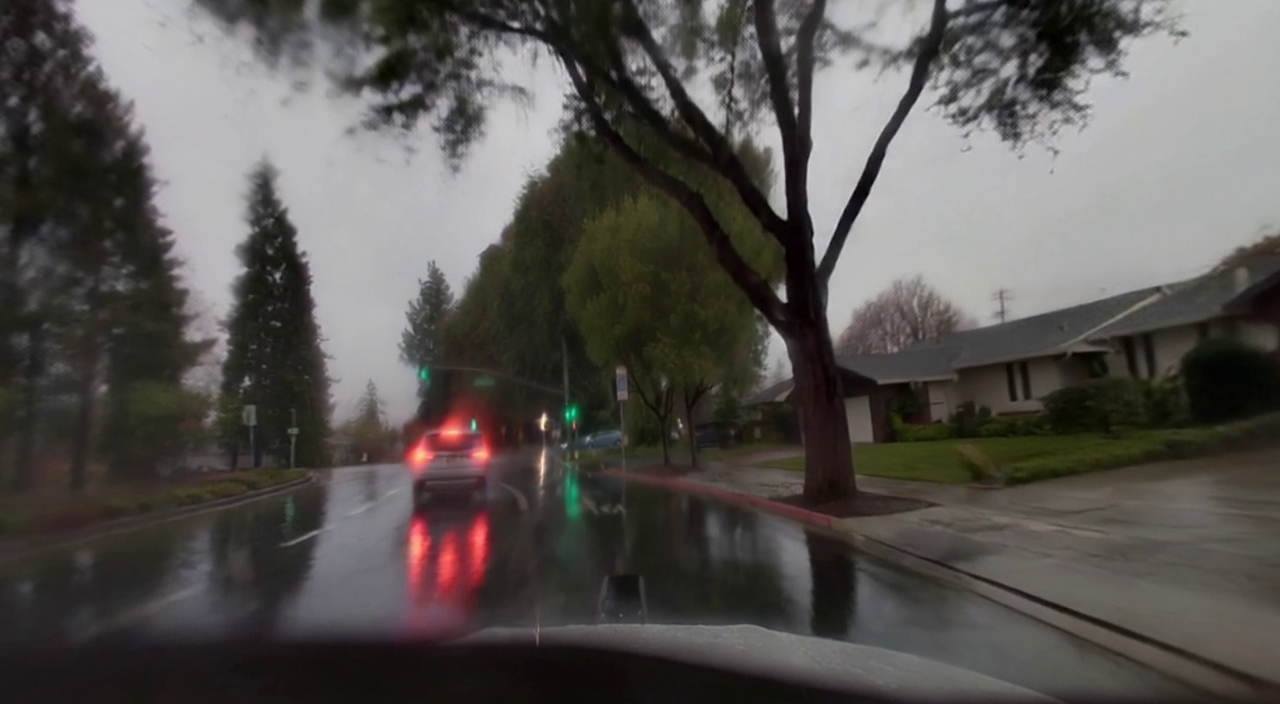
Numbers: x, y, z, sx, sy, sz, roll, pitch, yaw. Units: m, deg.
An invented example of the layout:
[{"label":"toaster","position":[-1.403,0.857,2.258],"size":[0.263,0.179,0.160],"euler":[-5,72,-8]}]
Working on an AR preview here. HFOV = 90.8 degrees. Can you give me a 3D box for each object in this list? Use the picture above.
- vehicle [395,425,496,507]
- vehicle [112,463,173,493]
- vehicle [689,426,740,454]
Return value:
[{"label":"vehicle","position":[-4.676,2.723,15.534],"size":[1.990,1.707,4.225],"euler":[2,-9,-15]},{"label":"vehicle","position":[-31.625,7.972,40.299],"size":[1.943,1.677,4.176],"euler":[4,-9,-23]},{"label":"vehicle","position":[4.201,5.072,36.353],"size":[1.911,1.516,4.251],"euler":[1,-8,-8]}]
